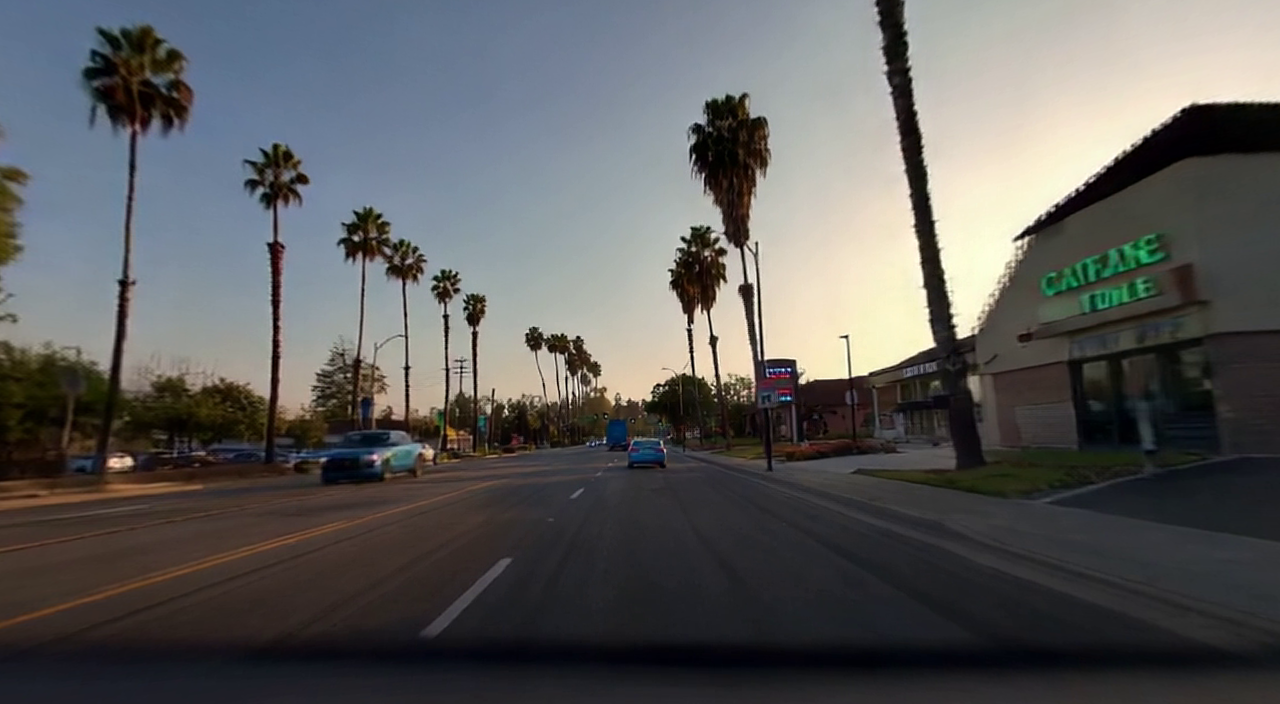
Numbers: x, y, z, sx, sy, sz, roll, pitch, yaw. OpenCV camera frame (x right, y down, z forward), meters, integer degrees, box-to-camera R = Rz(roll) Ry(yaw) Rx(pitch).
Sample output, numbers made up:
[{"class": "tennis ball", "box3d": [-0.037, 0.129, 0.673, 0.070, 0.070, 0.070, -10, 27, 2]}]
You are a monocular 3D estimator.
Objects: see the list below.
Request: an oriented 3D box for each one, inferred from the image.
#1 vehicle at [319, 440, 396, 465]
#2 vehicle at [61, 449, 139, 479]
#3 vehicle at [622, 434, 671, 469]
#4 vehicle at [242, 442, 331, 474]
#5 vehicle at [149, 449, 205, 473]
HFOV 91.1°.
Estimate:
[{"class": "vehicle", "box3d": [-22.178, 7.893, 49.393, 4.961, 1.894, 2.256, 0, -9, -1]}, {"class": "vehicle", "box3d": [-35.301, 7.279, 41.043, 4.727, 1.857, 2.136, -5, -10, 28]}, {"class": "vehicle", "box3d": [0.242, 4.639, 29.386, 2.144, 1.514, 4.063, 0, -8, -1]}, {"class": "vehicle", "box3d": [-22.928, 6.868, 40.873, 4.672, 1.665, 1.957, -3, -7, -2]}, {"class": "vehicle", "box3d": [-35.016, 8.207, 47.455, 4.157, 1.639, 1.955, -6, -10, 33]}]
